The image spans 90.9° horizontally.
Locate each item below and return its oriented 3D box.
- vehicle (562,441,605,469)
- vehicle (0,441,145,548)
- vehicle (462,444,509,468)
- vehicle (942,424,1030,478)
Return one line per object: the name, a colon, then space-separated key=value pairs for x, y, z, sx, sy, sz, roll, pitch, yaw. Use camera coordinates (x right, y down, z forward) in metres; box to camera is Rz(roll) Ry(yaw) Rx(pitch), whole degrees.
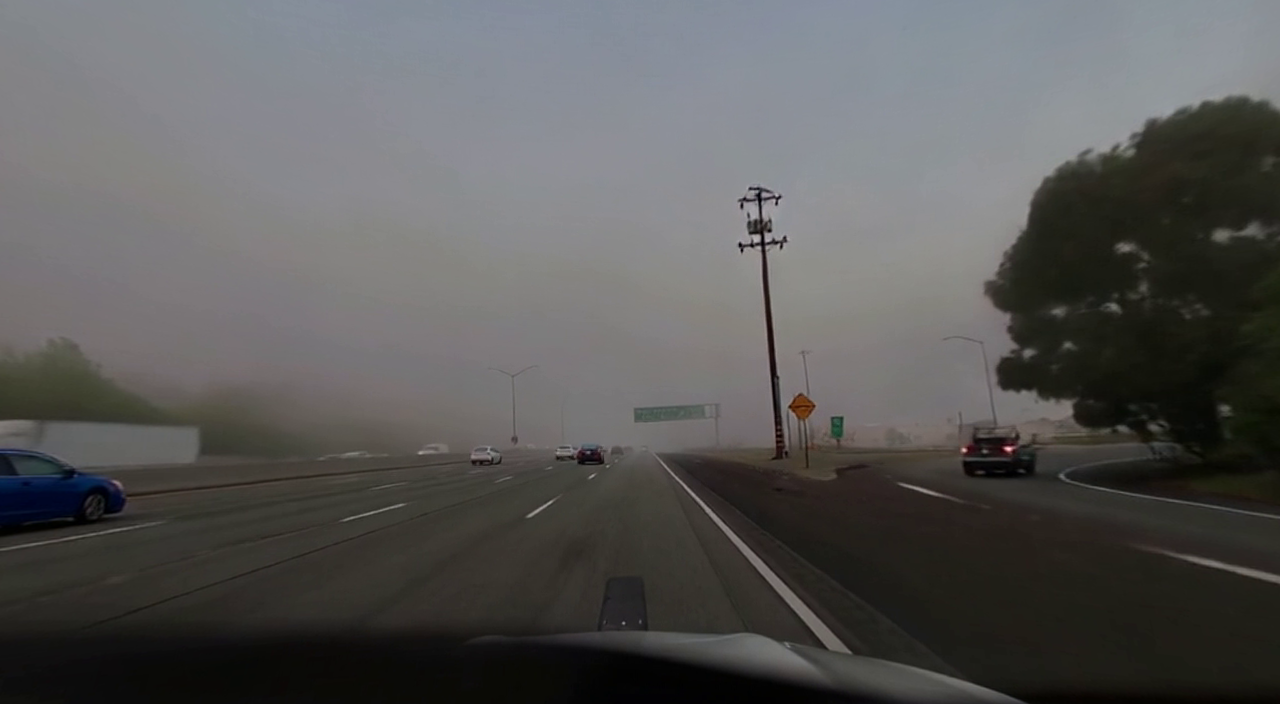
vehicle: x=-3.190 y=5.933 z=36.662 sx=2.050 sy=1.479 sz=4.342 roll=0 pitch=-8 yaw=1
vehicle: x=-10.197 y=2.067 z=9.161 sx=2.002 sy=1.526 sz=4.822 roll=0 pitch=-8 yaw=1
vehicle: x=-9.940 y=6.701 z=40.877 sx=1.930 sy=1.490 sz=3.955 roll=0 pitch=-8 yaw=1
vehicle: x=12.936 y=3.724 z=23.891 sx=2.127 sy=1.815 sz=4.777 roll=-3 pitch=-9 yaw=20
